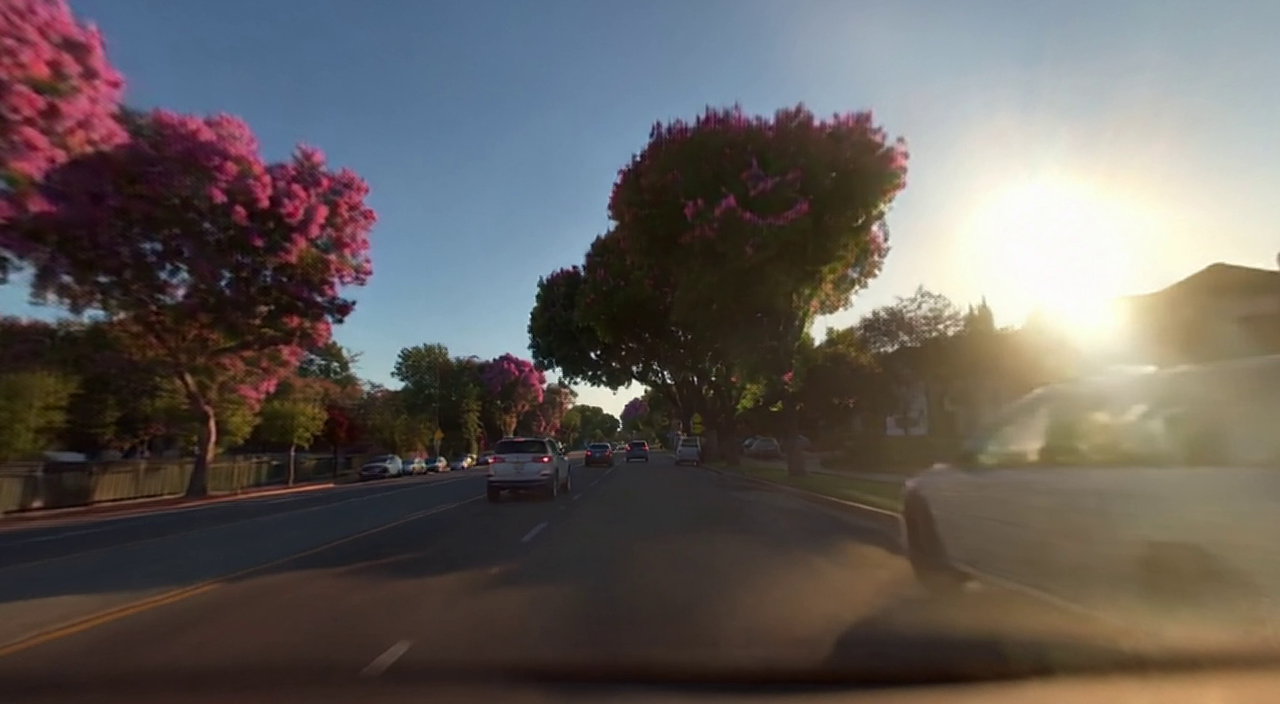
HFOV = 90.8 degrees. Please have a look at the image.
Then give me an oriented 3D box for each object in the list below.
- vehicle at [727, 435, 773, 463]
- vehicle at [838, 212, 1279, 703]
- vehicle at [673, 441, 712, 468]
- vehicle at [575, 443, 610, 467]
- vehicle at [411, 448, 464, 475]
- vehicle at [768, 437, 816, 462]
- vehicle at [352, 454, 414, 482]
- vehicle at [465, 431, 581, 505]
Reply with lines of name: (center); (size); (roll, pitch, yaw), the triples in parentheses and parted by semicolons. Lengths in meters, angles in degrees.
vehicle: (7.339, 6.513, 42.613); (2.112, 1.776, 4.555); (1, -8, -2)
vehicle: (3.412, 0.868, 3.973); (2.653, 2.058, 5.096); (0, -9, 0)
vehicle: (3.506, 6.929, 42.892); (2.150, 1.655, 4.739); (0, -9, -1)
vehicle: (-3.300, 7.312, 45.009); (2.167, 1.634, 4.220); (0, -9, 0)
vehicle: (-14.139, 7.642, 44.325); (2.123, 1.770, 4.848); (0, -9, 0)
vehicle: (10.152, 6.541, 42.596); (1.777, 1.514, 4.140); (-2, -8, -6)
vehicle: (-16.346, 7.373, 40.434); (1.870, 1.599, 5.022); (0, -9, 0)
vehicle: (-3.037, 3.169, 17.711); (2.257, 1.751, 5.028); (0, -9, 1)
